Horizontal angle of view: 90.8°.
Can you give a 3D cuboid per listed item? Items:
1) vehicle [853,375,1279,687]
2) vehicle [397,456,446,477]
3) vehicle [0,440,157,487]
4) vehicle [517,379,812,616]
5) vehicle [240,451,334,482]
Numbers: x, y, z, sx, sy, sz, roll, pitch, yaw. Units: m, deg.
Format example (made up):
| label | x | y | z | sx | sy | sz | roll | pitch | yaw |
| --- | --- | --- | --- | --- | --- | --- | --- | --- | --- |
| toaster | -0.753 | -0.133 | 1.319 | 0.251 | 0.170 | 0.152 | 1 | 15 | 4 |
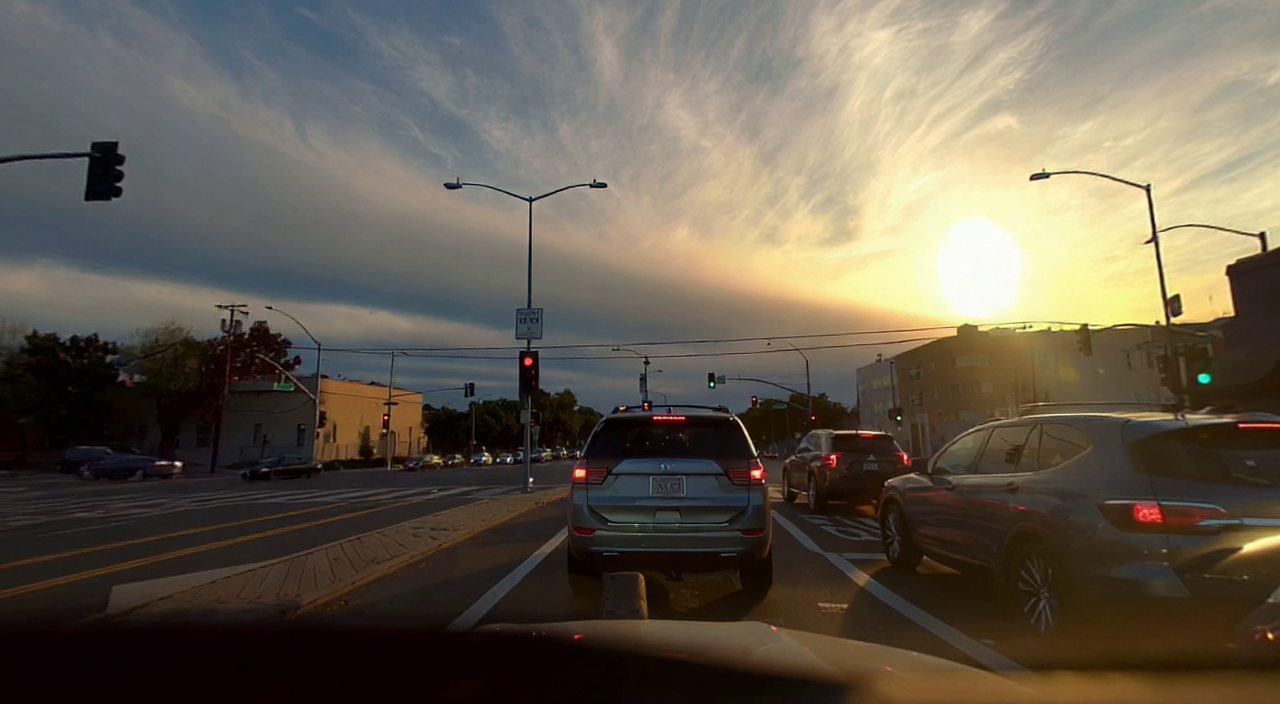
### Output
| label | x | y | z | sx | sy | sz | roll | pitch | yaw |
| --- | --- | --- | --- | --- | --- | --- | --- | --- | --- |
| vehicle | 3.598 | 1.293 | 5.664 | 2.018 | 1.701 | 4.288 | 0 | -9 | 2 |
| vehicle | -16.594 | 8.681 | 48.243 | 1.864 | 1.444 | 4.255 | -1 | -9 | 6 |
| vehicle | -24.578 | 4.836 | 27.553 | 5.062 | 1.946 | 2.243 | 0 | -9 | -1 |
| vehicle | 0.231 | 1.462 | 7.216 | 2.292 | 1.840 | 4.394 | 0 | -9 | 1 |
| vehicle | -22.192 | 7.161 | 39.832 | 4.744 | 1.739 | 2.089 | 7 | -11 | -41 |
